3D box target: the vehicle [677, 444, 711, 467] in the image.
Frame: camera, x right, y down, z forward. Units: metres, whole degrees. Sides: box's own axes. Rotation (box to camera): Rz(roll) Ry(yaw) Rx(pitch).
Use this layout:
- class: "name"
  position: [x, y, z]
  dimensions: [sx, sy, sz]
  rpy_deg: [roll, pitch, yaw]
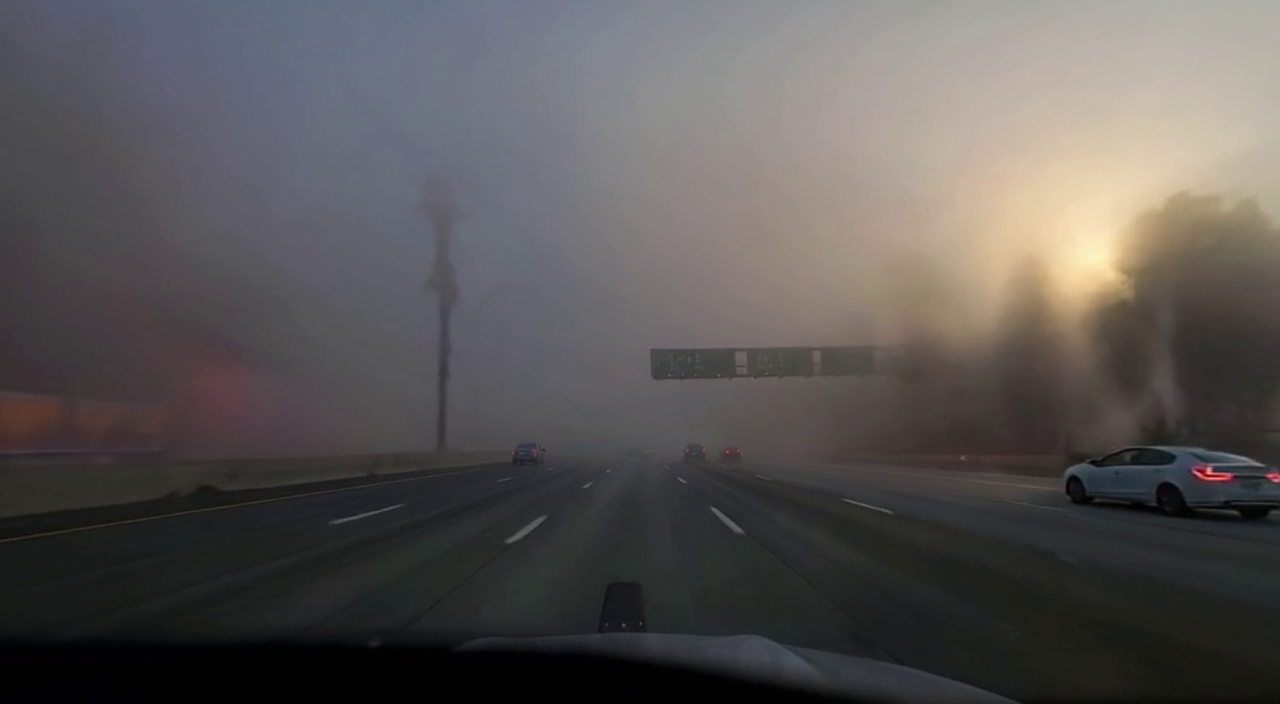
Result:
- class: "vehicle"
  position: [3.648, 7.057, 42.892]
  dimensions: [1.950, 1.453, 3.378]
  rpy_deg: [0, -9, -1]

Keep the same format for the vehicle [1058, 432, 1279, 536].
- class: "vehicle"
  position: [10.199, 2.244, 11.312]
  dimensions: [1.979, 1.467, 4.839]
  rpy_deg: [0, -9, 0]

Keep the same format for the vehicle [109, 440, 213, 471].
- class: "vehicle"
  position: [-24.521, 5.285, 32.350]
  dimensions: [1.821, 1.455, 4.380]
  rpy_deg: [0, -9, 1]

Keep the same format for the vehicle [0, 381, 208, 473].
- class: "vehicle"
  position: [-28.882, 3.956, 31.803]
  dimensions: [2.859, 3.925, 15.495]
  rpy_deg: [0, -9, 0]

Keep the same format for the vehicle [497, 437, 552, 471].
- class: "vehicle"
  position: [-6.337, 5.647, 34.868]
  dimensions: [2.091, 1.746, 4.437]
  rpy_deg: [0, -9, 1]
